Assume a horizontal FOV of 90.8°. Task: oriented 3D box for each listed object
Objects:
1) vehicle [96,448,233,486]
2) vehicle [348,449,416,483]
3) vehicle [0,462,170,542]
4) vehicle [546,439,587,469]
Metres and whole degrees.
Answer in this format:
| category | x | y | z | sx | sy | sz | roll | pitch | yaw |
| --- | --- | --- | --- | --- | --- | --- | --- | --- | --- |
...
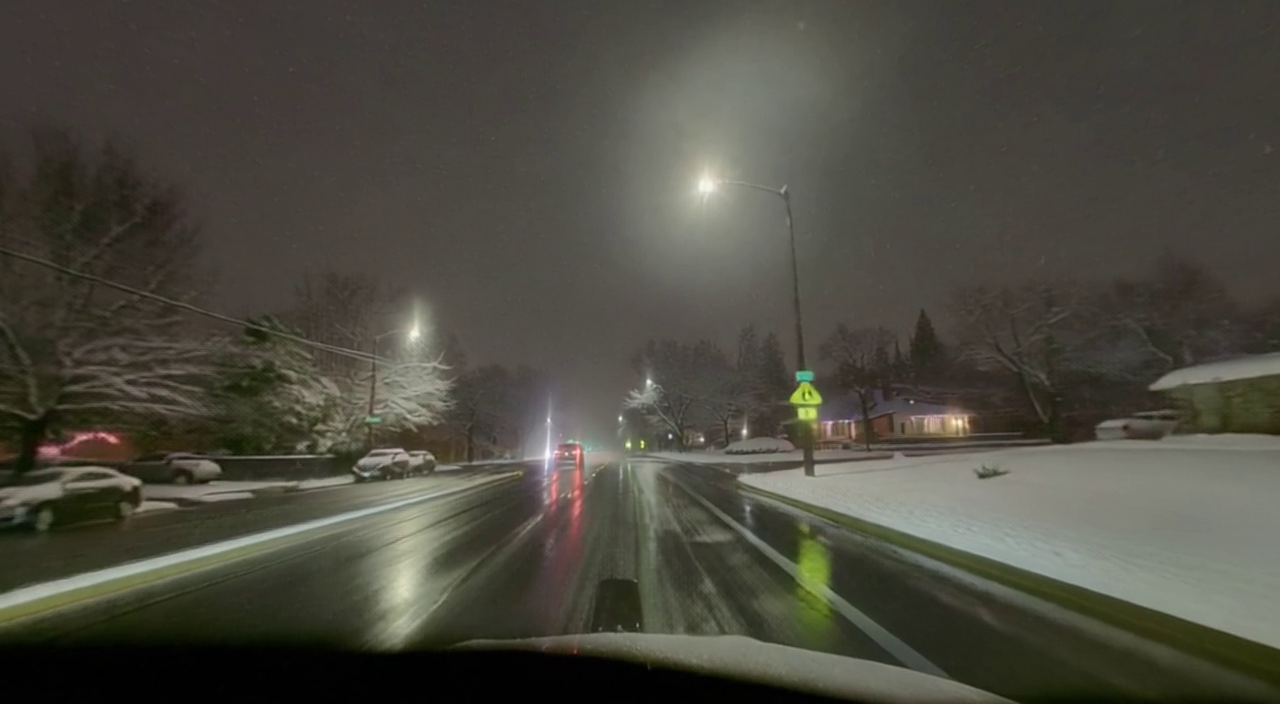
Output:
| category | x | y | z | sx | sy | sz | roll | pitch | yaw |
| --- | --- | --- | --- | --- | --- | --- | --- | --- | --- |
| vehicle | -22.290 | 5.379 | 29.752 | 4.887 | 1.711 | 2.014 | 0 | -8 | 4 |
| vehicle | -14.476 | 6.398 | 35.736 | 1.966 | 1.760 | 4.604 | 0 | -8 | -1 |
| vehicle | -14.221 | 3.515 | 15.399 | 1.900 | 1.494 | 4.730 | 0 | -8 | -1 |
| vehicle | -4.577 | 6.431 | 39.986 | 2.135 | 1.731 | 4.232 | 0 | -8 | -1 |
